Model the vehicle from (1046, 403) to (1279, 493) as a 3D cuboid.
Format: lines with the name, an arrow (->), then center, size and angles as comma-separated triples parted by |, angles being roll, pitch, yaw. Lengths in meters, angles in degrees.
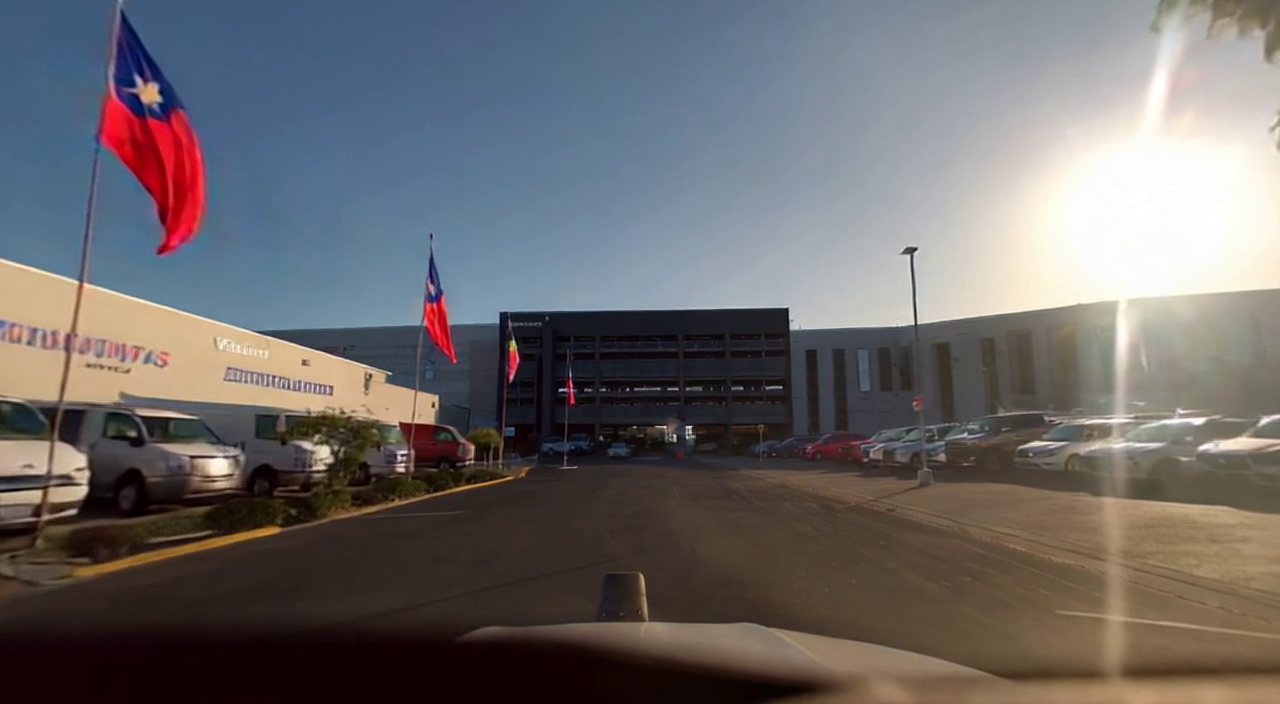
vehicle -> 12.178, 2.175, 14.478 | 5.427, 1.722, 2.235 | 4, -9, -27

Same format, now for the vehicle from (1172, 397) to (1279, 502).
vehicle -> 12.342, 1.742, 11.477 | 4.766, 1.676, 2.167 | 4, -9, -26

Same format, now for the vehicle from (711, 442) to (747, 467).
vehicle -> 6.299, 7.283, 45.139 | 2.026, 1.659, 4.314 | 0, -8, 2

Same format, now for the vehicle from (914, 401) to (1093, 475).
vehicle -> 12.283, 2.901, 21.249 | 6.017, 2.202, 2.328 | 4, -10, -29
